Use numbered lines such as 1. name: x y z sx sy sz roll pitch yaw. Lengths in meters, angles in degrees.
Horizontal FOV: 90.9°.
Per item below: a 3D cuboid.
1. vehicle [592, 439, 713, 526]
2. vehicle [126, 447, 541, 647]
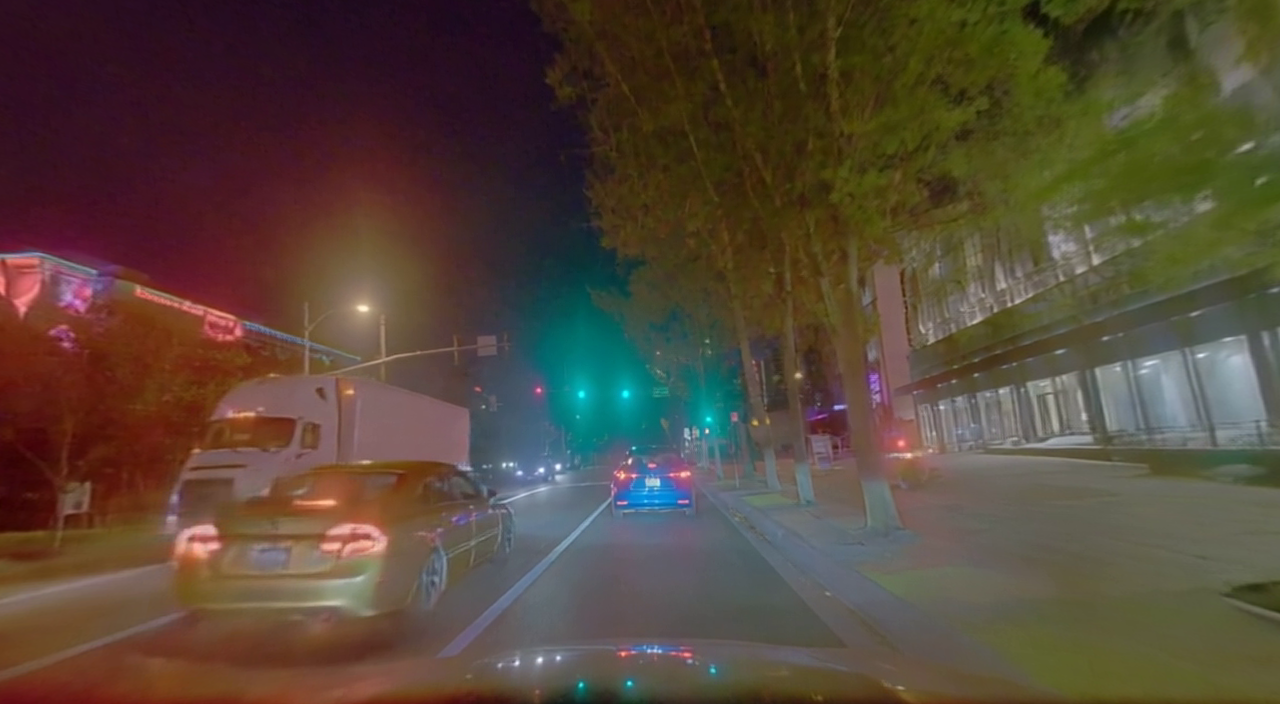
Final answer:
1. vehicle: 0.249 2.563 12.953 2.094 1.478 3.922 0 -8 1
2. vehicle: -2.667 1.809 7.137 2.099 1.424 4.843 -1 -8 3
